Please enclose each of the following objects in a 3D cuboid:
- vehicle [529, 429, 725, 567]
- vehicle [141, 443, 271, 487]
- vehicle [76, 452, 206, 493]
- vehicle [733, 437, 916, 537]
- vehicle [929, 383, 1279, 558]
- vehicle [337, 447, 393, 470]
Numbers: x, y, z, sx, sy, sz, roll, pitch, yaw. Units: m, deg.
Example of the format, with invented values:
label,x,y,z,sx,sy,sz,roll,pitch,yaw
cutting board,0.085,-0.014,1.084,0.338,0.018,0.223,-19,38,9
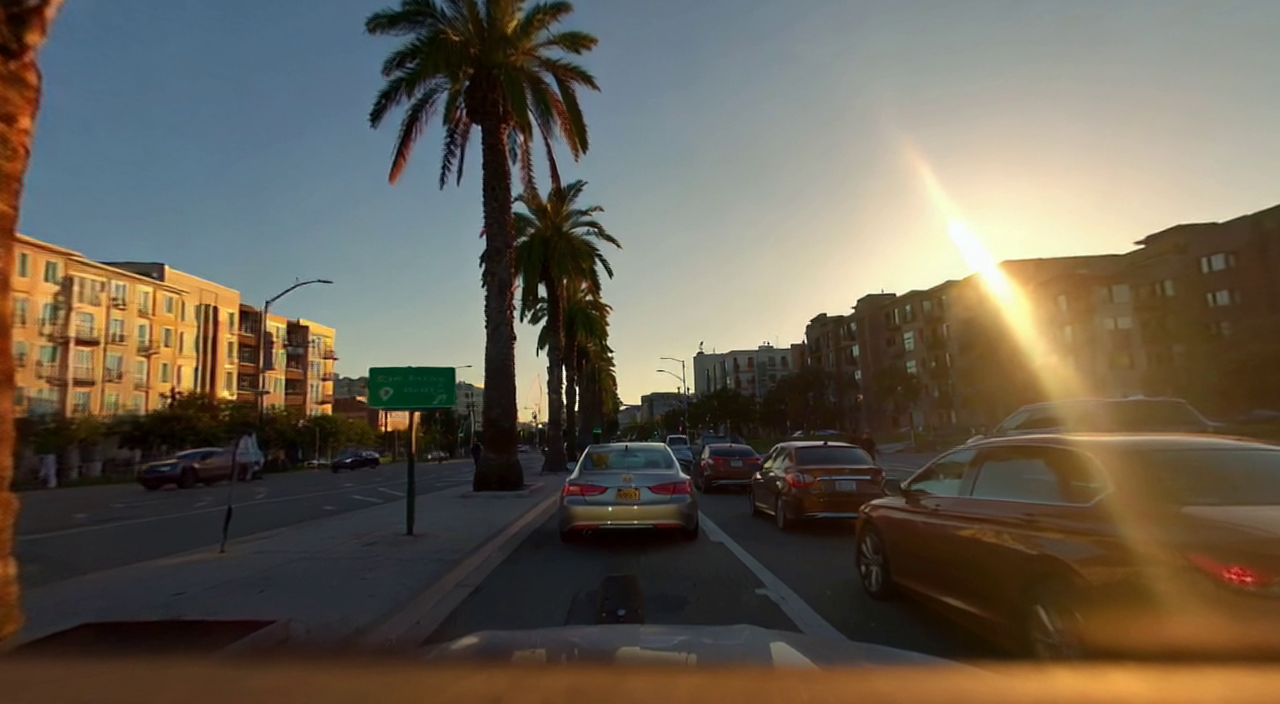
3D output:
label,x,y,z,sx,sy,sz,roll,pitch,yaw
vehicle,-0.164,1.913,9.027,2.158,1.498,3.919,0,-8,-1
vehicle,-20.454,5.312,30.165,2.306,1.880,5.537,0,-8,-1
vehicle,-24.008,5.767,30.745,2.055,1.759,5.200,0,-8,0
vehicle,3.075,2.340,11.673,1.925,1.451,4.436,0,-8,-2
vehicle,7.191,1.812,10.354,2.254,2.072,5.577,0,-8,0
vehicle,-20.779,8.024,48.009,2.053,1.631,4.900,0,-9,0
